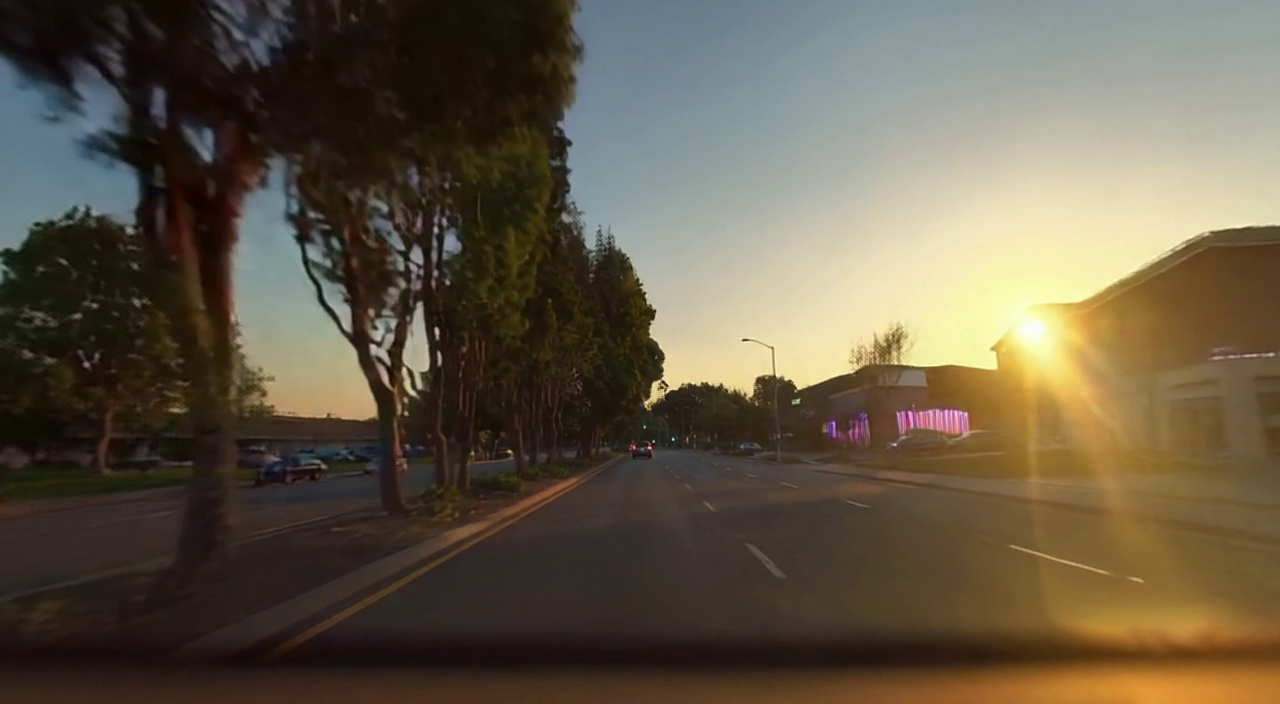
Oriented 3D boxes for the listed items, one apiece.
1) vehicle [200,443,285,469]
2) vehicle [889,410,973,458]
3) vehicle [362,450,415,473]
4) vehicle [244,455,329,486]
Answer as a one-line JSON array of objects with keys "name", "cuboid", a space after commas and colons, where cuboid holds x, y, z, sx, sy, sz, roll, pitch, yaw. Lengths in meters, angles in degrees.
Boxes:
[{"name": "vehicle", "cuboid": [-26.339, 6.917, 41.889, 4.314, 1.680, 1.822, 1, -8, -3]}, {"name": "vehicle", "cuboid": [22.127, 6.351, 48.416, 3.006, 3.375, 6.598, 0, -8, -2]}, {"name": "vehicle", "cuboid": [-18.799, 8.171, 47.362, 1.814, 1.577, 5.024, 0, -8, 1]}, {"name": "vehicle", "cuboid": [-18.725, 6.283, 33.671, 1.806, 1.454, 4.599, 0, -8, 1]}]
